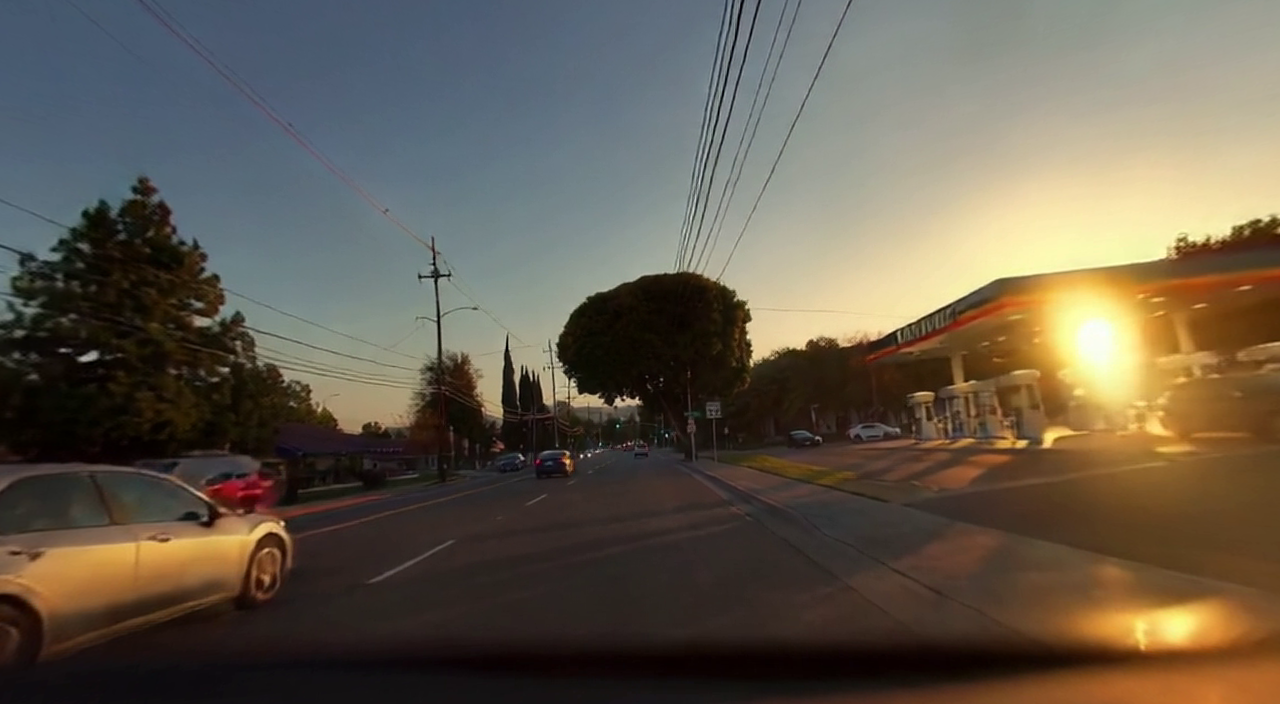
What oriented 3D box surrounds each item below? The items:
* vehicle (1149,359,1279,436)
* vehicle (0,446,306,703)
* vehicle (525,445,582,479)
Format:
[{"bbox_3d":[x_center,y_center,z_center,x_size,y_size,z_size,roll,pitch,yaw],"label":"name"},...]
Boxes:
[{"bbox_3d":[14.272,1.099,14.347,1.835,1.549,4.178,0,-8,-2],"label":"vehicle"},{"bbox_3d":[-4.040,1.288,3.710,1.704,1.430,4.587,0,-8,-1],"label":"vehicle"},{"bbox_3d":[-3.950,5.106,29.577,1.943,1.455,4.414,0,-8,1],"label":"vehicle"}]
